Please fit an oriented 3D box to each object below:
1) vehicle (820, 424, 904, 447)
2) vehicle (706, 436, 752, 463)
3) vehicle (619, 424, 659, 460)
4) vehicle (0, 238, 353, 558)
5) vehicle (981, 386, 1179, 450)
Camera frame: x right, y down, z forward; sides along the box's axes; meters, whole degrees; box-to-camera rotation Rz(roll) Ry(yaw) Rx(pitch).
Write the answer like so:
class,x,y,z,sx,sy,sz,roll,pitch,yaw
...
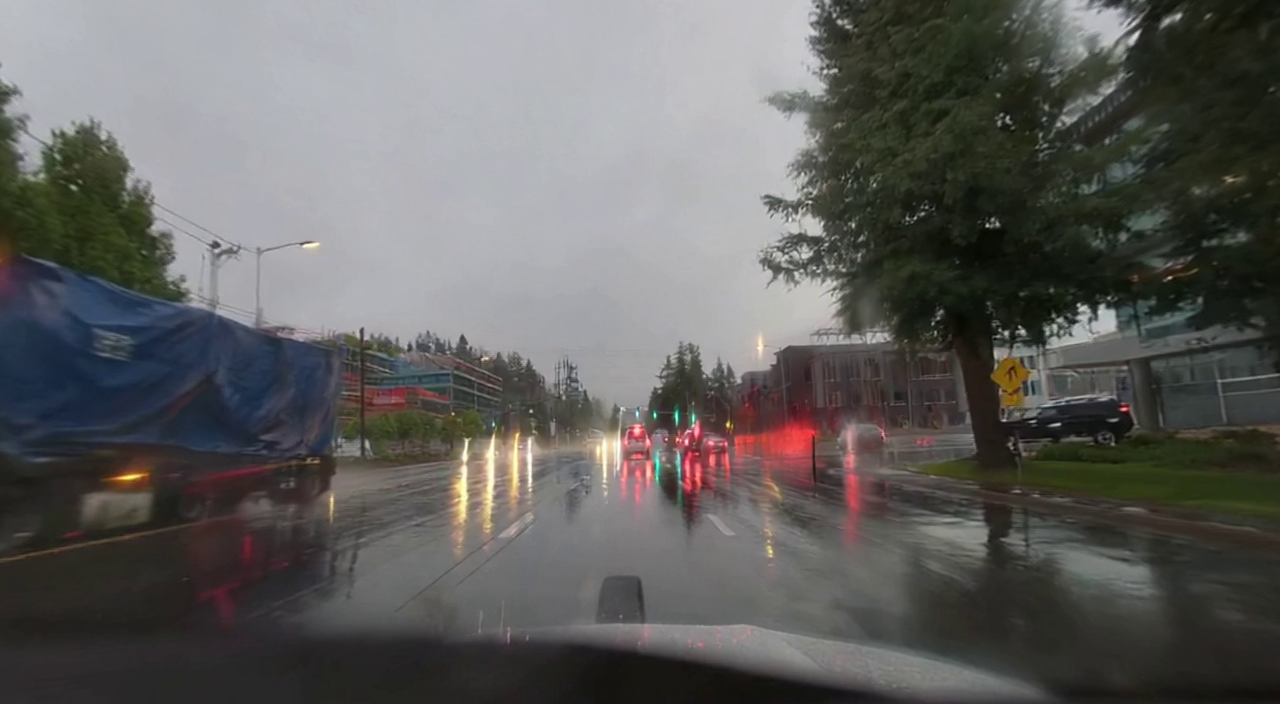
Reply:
class,x,y,z,sx,sy,sz,roll,pitch,yaw
vehicle,15.084,5.729,42.959,4.986,1.467,2.025,-6,-10,34
vehicle,5.177,5.751,37.195,2.145,1.503,4.267,0,-8,1
vehicle,-0.117,5.701,39.718,2.350,2.122,5.801,0,-8,-1
vehicle,-9.576,1.161,11.849,3.014,3.979,11.363,0,-8,0
vehicle,16.078,2.546,23.295,5.631,2.106,2.298,-7,-11,38
